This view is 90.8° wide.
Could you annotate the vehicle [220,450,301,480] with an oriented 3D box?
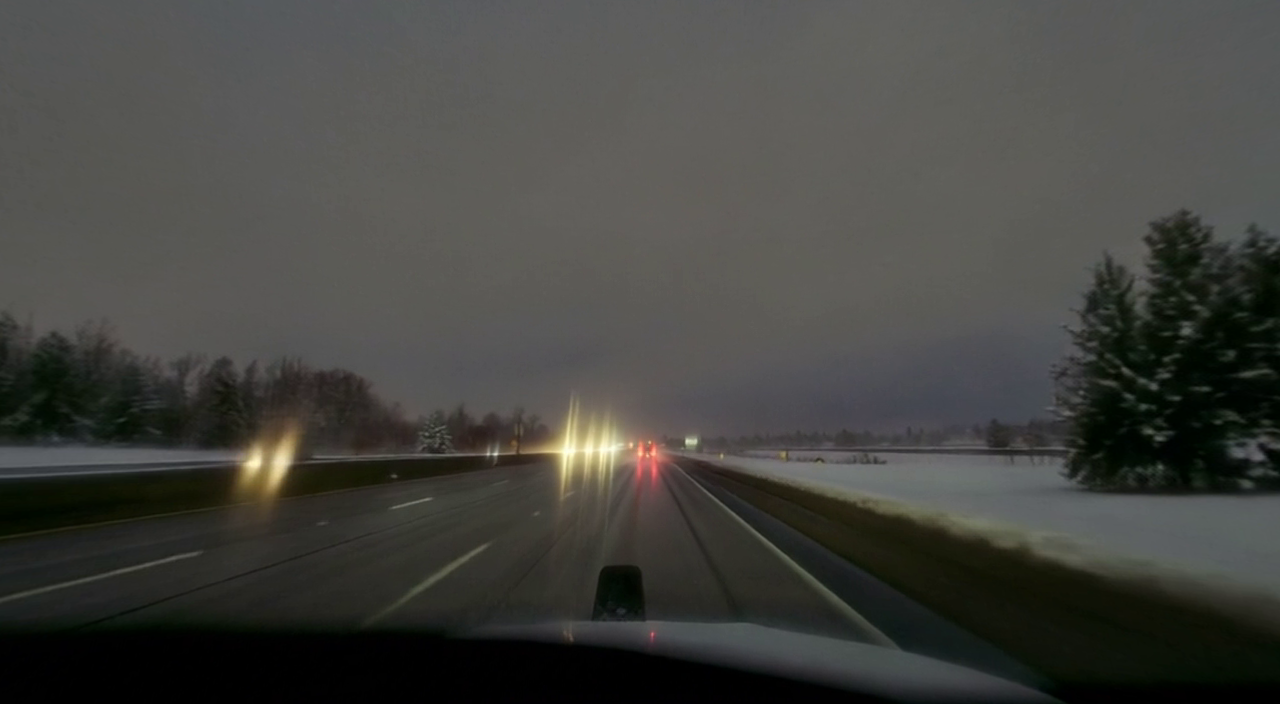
[{"bbox_3d":[-20.460,6.088,34.215,1.785,1.476,4.034,0,-9,1],"label":"vehicle"}]
